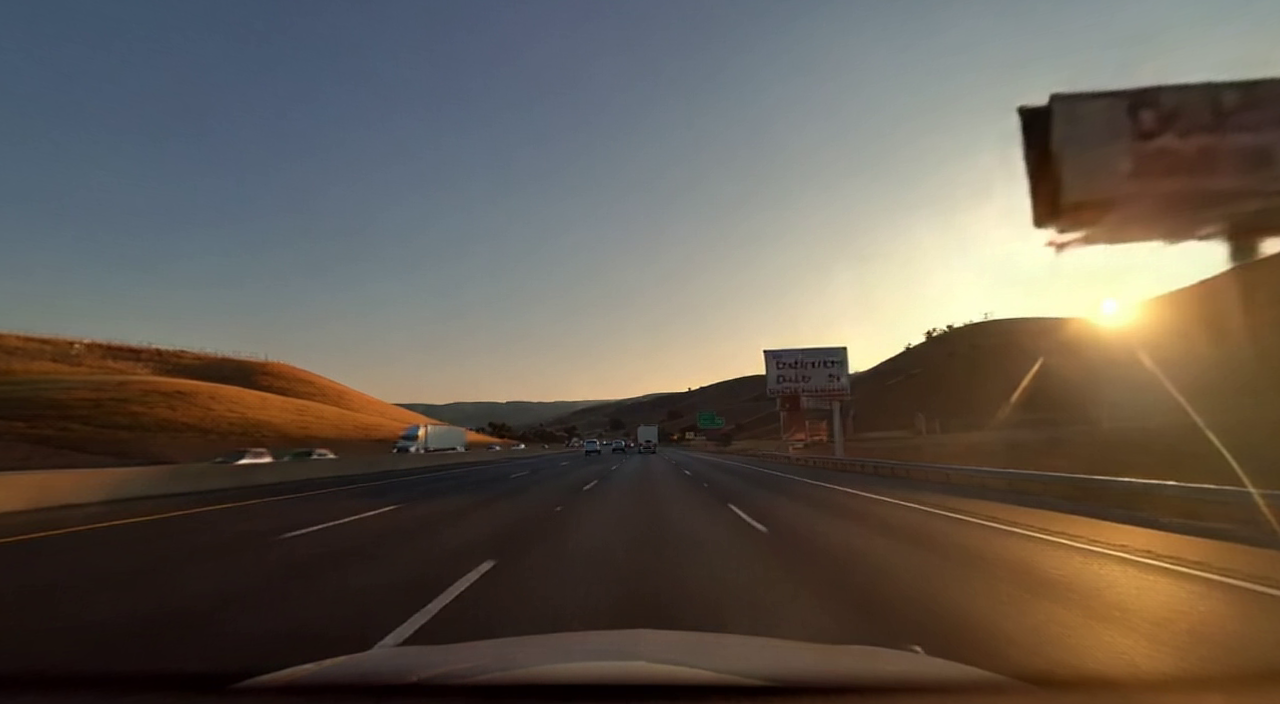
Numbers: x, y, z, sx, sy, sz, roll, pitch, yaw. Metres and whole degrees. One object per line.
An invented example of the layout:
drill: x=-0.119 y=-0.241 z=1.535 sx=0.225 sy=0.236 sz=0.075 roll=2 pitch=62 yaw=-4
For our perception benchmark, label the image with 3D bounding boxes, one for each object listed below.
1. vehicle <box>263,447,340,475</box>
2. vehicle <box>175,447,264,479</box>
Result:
vehicle: x=-20.556 y=6.600 z=38.580 sx=1.973 sy=1.580 sz=4.750 roll=0 pitch=-8 yaw=1
vehicle: x=-24.412 y=6.443 z=36.885 sx=1.938 sy=1.671 sz=4.653 roll=0 pitch=-8 yaw=1
